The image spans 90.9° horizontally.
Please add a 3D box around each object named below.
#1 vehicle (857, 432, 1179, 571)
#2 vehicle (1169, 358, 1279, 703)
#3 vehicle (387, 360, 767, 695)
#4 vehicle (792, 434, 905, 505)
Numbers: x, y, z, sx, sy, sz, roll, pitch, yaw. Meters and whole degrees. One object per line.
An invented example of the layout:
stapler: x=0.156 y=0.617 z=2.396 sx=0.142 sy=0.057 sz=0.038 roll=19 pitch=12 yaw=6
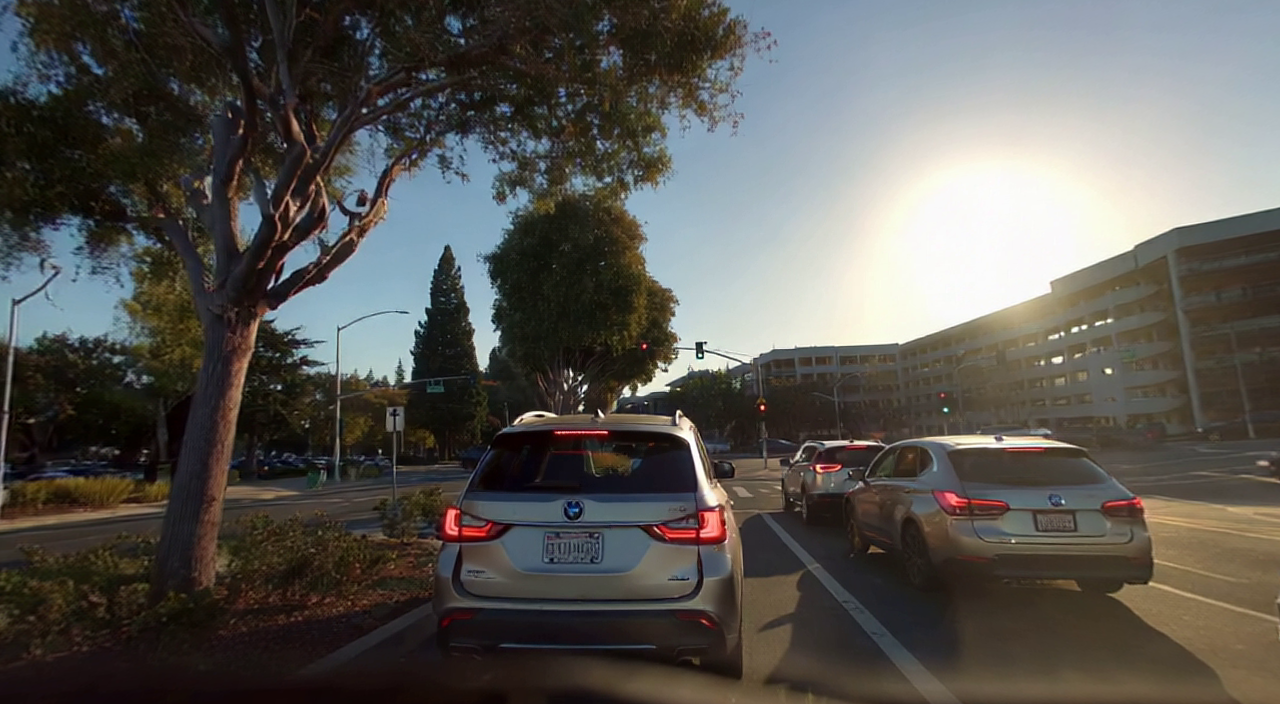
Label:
vehicle: x=4.902 y=1.965 z=9.180 sx=1.963 sy=1.480 sz=4.553 roll=0 pitch=-8 yaw=2
vehicle: x=4.052 y=0.605 z=1.105 sx=1.993 sy=1.719 sz=4.953 roll=0 pitch=-8 yaw=1
vehicle: x=-0.209 y=1.236 z=5.568 sx=2.021 sy=1.742 sz=4.295 roll=-1 pitch=-8 yaw=4
vehicle: x=5.330 y=3.034 z=16.734 sx=1.994 sy=1.638 sz=4.100 roll=-1 pitch=-8 yaw=6
